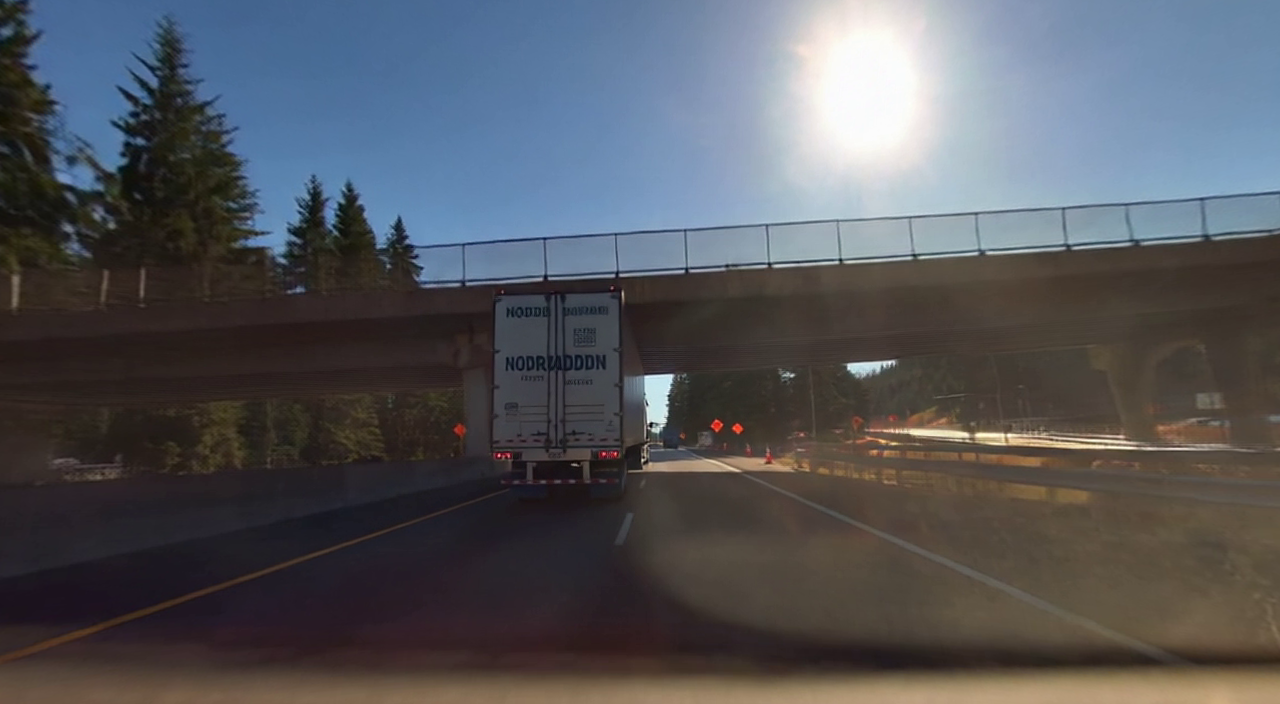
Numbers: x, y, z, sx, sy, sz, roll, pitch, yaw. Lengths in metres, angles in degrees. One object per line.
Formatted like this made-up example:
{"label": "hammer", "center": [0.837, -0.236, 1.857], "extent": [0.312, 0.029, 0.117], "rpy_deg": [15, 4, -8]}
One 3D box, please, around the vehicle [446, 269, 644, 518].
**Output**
{"label": "vehicle", "center": [-1.446, 1.808, 18.362], "extent": [2.873, 4.060, 16.327], "rpy_deg": [0, -8, 1]}
